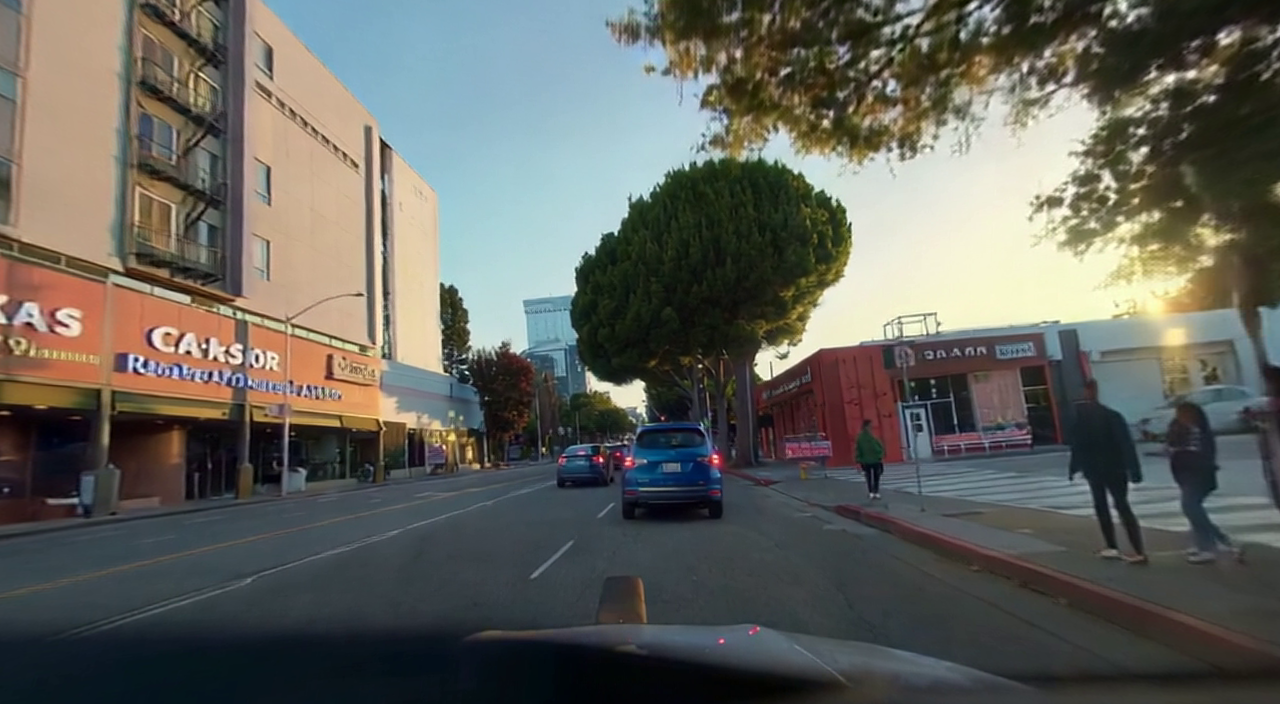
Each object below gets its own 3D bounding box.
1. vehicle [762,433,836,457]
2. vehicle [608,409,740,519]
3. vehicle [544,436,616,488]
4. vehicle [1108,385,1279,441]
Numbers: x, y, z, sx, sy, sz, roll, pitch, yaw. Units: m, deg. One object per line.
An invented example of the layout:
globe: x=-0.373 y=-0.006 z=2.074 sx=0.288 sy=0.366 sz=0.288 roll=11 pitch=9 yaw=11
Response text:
vehicle: x=10.496 y=6.143 z=41.872 sx=4.426 sy=1.490 sz=1.862 roll=-1 pitch=-8 yaw=2
vehicle: x=0.681 y=2.363 z=13.784 sx=2.352 sy=1.953 sz=4.796 roll=-1 pitch=-8 yaw=2
vehicle: x=-2.076 y=3.960 z=23.098 sx=2.023 sy=1.702 sz=4.152 roll=-1 pitch=-8 yaw=3
vehicle: x=17.393 y=1.897 z=19.308 sx=4.474 sy=1.583 sz=1.970 roll=-1 pitch=-8 yaw=4
